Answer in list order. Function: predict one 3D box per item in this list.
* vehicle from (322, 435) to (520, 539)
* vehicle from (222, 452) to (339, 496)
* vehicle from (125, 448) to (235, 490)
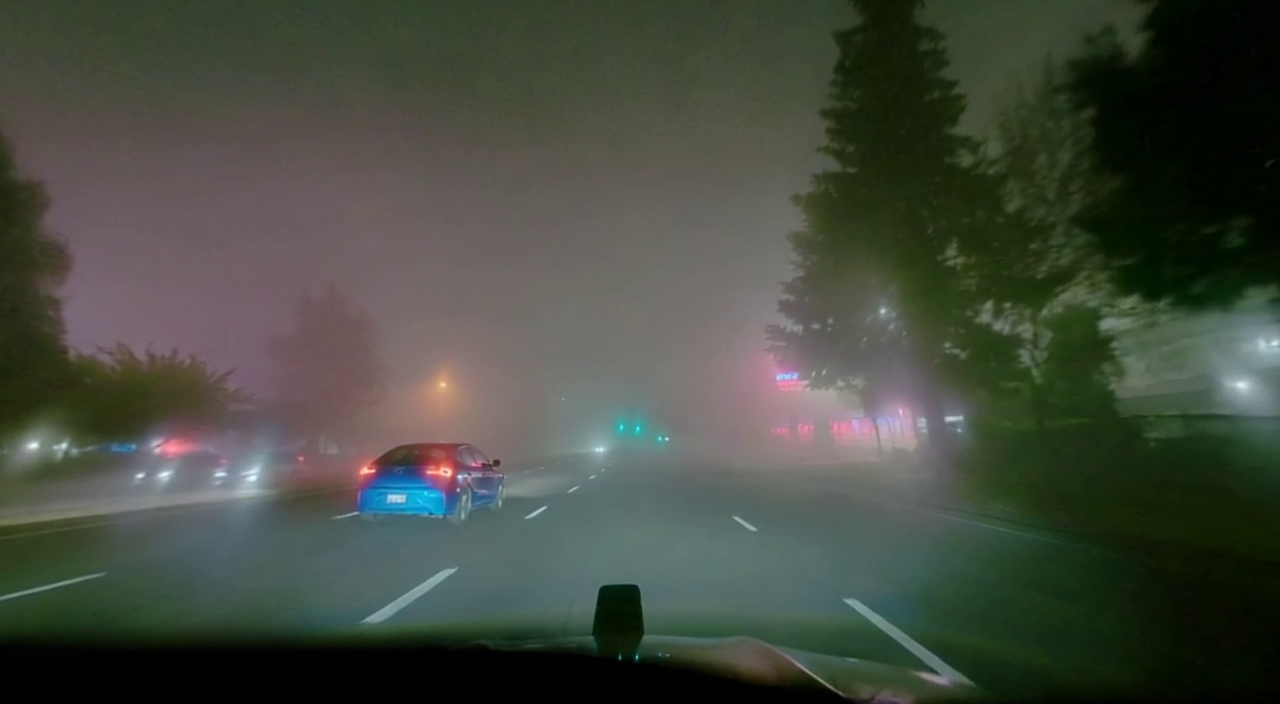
[{"bbox_3d":[-3.547,2.250,11.212,2.005,1.477,4.169,0,-8,0],"label":"vehicle"},{"bbox_3d":[-12.698,4.292,22.637,1.855,1.373,3.917,0,-8,0],"label":"vehicle"},{"bbox_3d":[-22.893,5.820,31.736,1.986,1.897,4.636,0,-8,0],"label":"vehicle"}]
